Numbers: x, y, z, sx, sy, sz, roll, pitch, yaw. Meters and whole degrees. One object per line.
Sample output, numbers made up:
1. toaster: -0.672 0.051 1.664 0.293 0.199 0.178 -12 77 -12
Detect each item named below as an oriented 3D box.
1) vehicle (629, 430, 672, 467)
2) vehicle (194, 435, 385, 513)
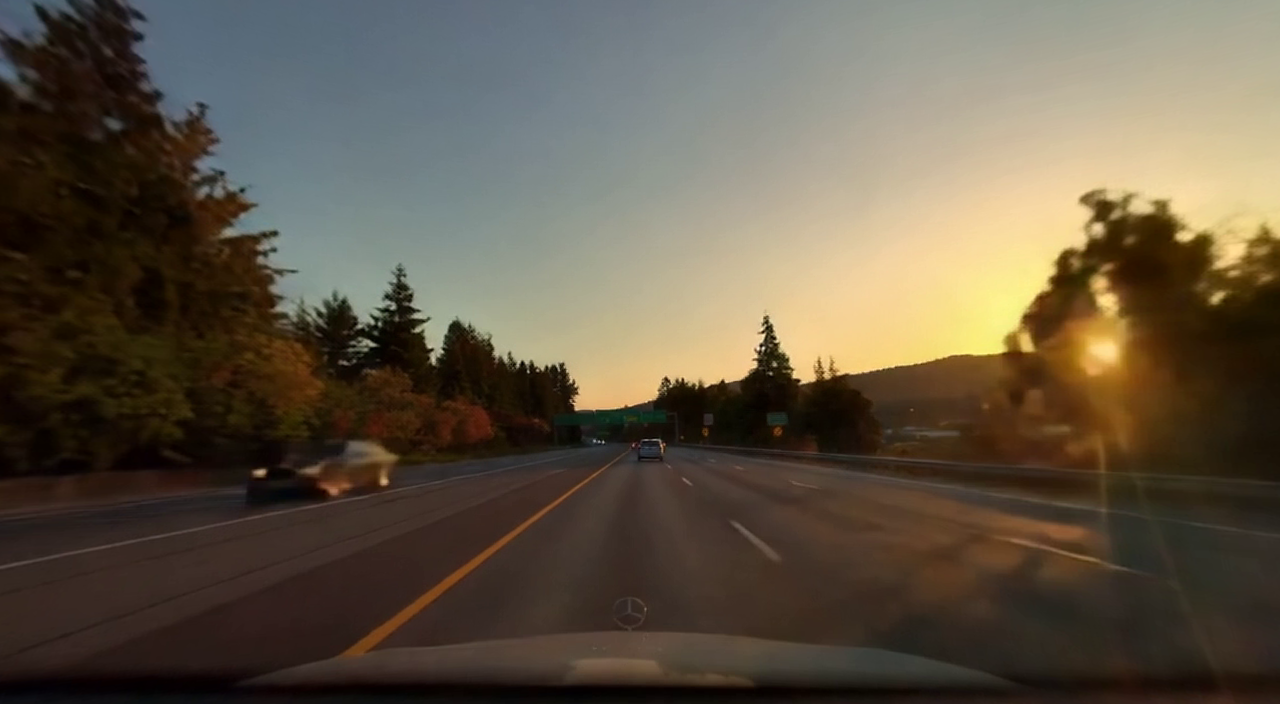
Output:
1. vehicle: 0.605 5.478 35.968 2.301 1.944 4.554 0 -8 1
2. vehicle: -7.815 2.721 14.631 1.899 1.513 4.382 0 -8 0
